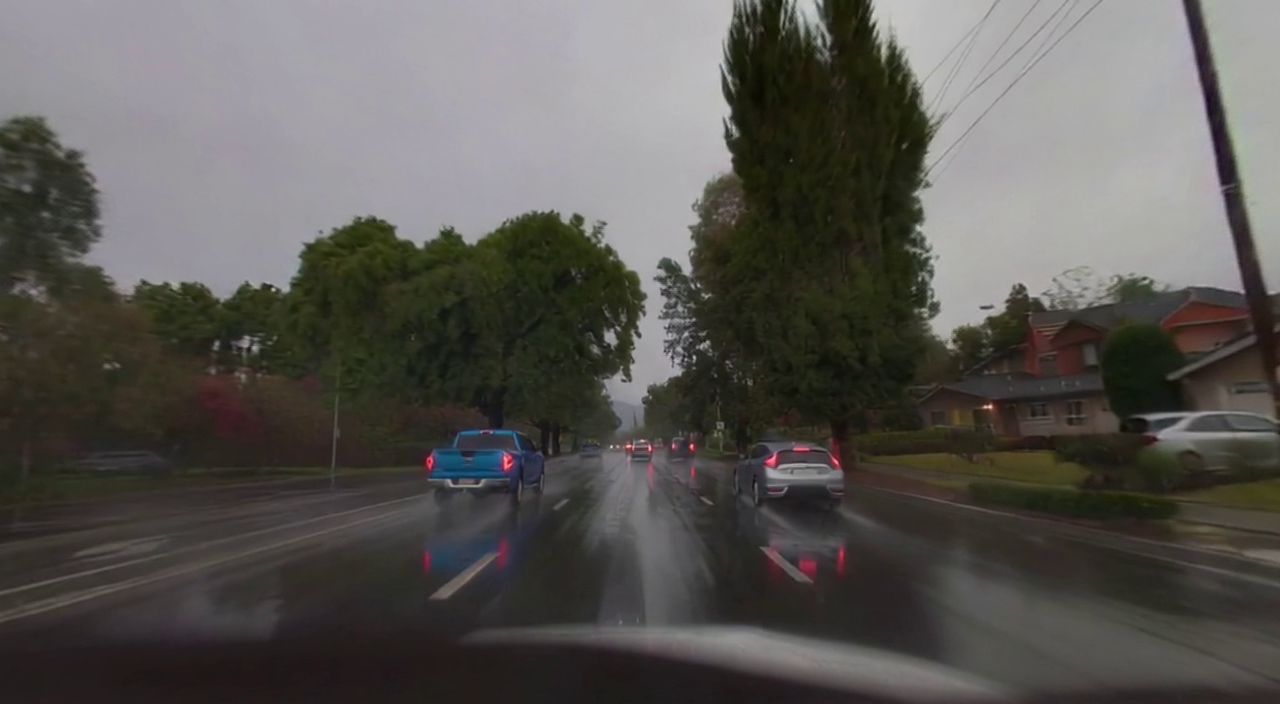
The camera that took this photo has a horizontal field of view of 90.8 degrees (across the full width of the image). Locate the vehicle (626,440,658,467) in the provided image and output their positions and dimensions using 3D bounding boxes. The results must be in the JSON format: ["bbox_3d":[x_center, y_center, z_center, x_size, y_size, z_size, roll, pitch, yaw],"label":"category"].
[{"bbox_3d":[0.093,6.464,40.511,1.997,1.636,3.760,0,-8,-1],"label":"vehicle"}]

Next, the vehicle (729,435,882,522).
[{"bbox_3d":[3.128,2.472,12.922,1.884,1.463,4.195,0,-8,-1],"label":"vehicle"}]

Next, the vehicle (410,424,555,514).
[{"bbox_3d":[-3.468,2.703,15.148,2.111,1.745,5.274,0,-8,0],"label":"vehicle"}]

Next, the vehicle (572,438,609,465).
[{"bbox_3d":[-3.438,6.977,44.422,2.218,1.829,4.492,0,-8,0],"label":"vehicle"}]

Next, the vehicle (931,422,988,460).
[{"bbox_3d":[15.493,4.369,30.829,1.899,1.690,4.275,-3,-9,20],"label":"vehicle"}]

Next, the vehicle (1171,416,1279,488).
[{"bbox_3d":[14.856,2.212,14.103,4.267,1.480,1.817,0,-8,1],"label":"vehicle"}]

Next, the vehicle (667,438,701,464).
[{"bbox_3d":[3.294,7.484,48.028,2.099,1.845,4.363,0,-8,-2],"label":"vehicle"}]

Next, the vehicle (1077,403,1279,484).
[{"bbox_3d":[14.826,2.398,16.706,4.814,1.805,2.051,-4,-9,4],"label":"vehicle"}]
